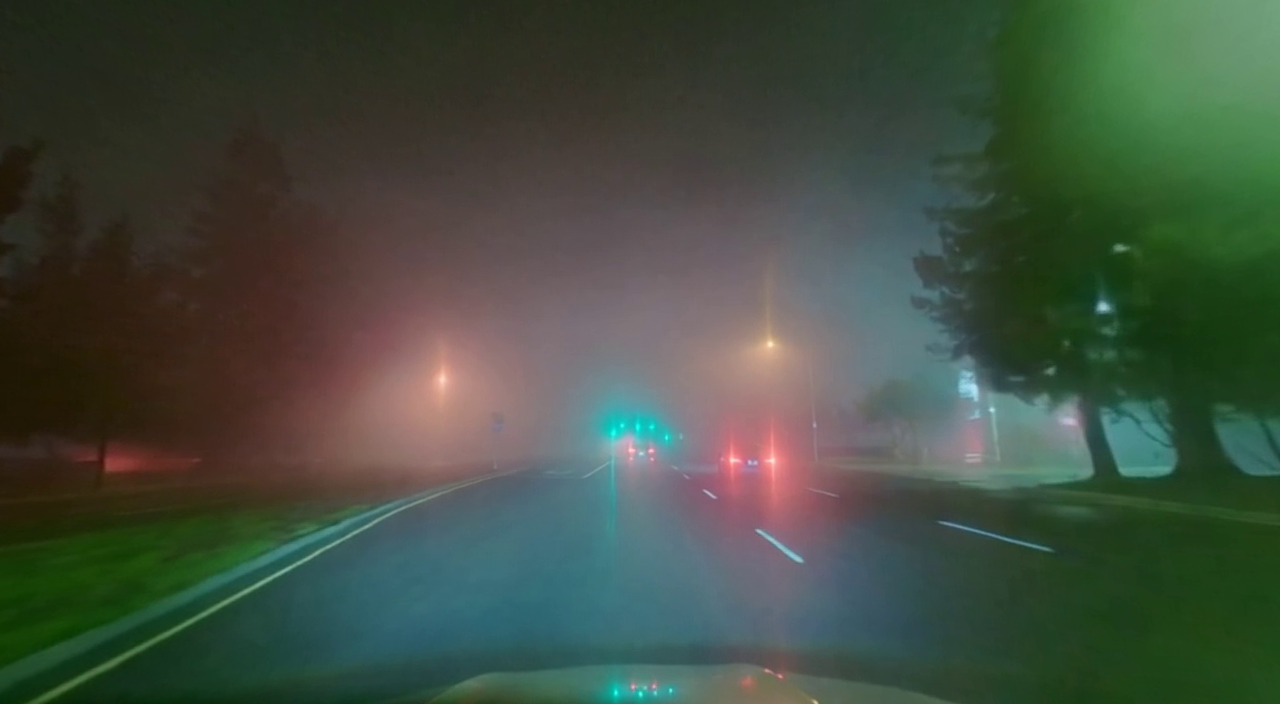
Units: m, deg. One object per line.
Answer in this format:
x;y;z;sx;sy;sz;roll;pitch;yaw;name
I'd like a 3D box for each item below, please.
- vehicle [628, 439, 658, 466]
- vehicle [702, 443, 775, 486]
0.154;7.108;44.673;1.988;1.800;4.322;0;-8;-1;vehicle
3.625;4.226;24.136;1.948;1.479;4.620;0;-8;-2;vehicle
